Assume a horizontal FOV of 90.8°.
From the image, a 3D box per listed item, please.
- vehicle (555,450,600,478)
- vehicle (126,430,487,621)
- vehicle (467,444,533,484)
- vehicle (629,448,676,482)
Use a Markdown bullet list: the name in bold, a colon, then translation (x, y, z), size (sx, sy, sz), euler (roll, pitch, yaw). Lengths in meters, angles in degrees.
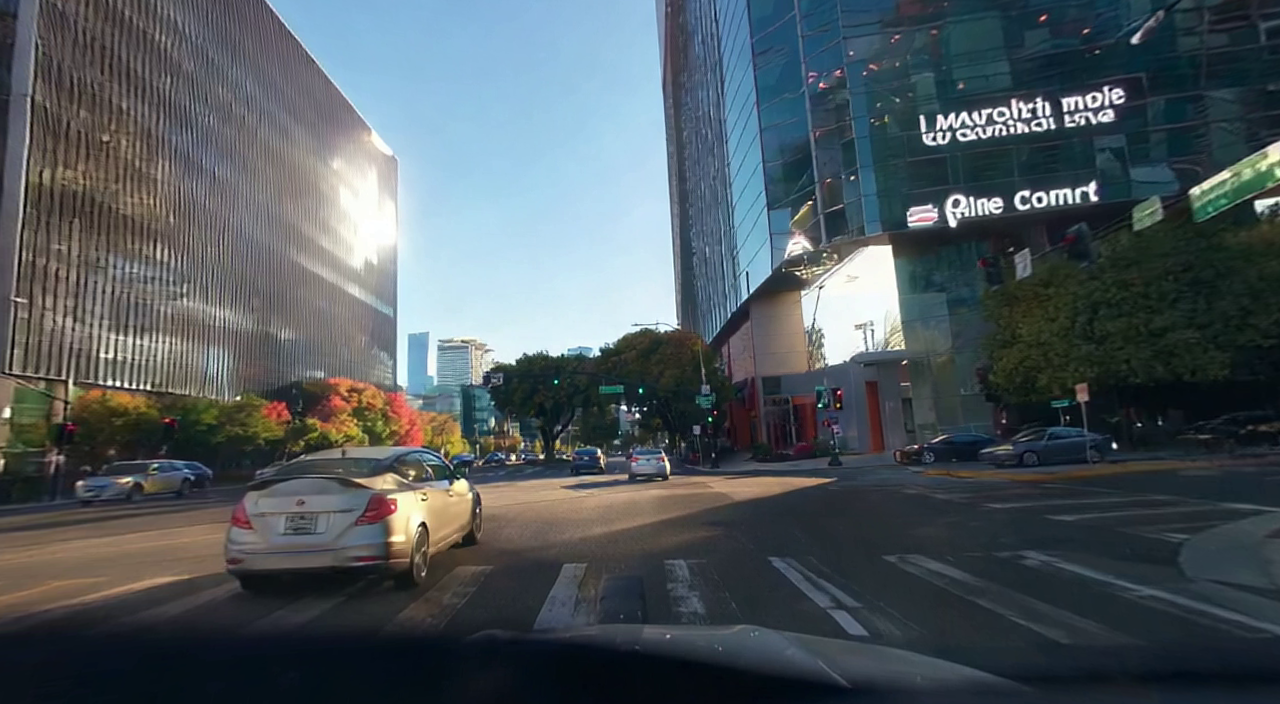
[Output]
- **vehicle**: translation (-3.451, 6.331, 35.898), size (2.088, 1.430, 4.482), euler (0, -8, 0)
- **vehicle**: translation (-3.201, 1.704, 7.137), size (1.983, 1.545, 3.773), euler (0, -8, 0)
- **vehicle**: translation (-6.873, 5.527, 31.652), size (2.224, 1.821, 4.711), euler (0, -8, 0)
- **vehicle**: translation (0.548, 5.429, 30.728), size (2.102, 1.482, 4.125), euler (0, -8, 0)
